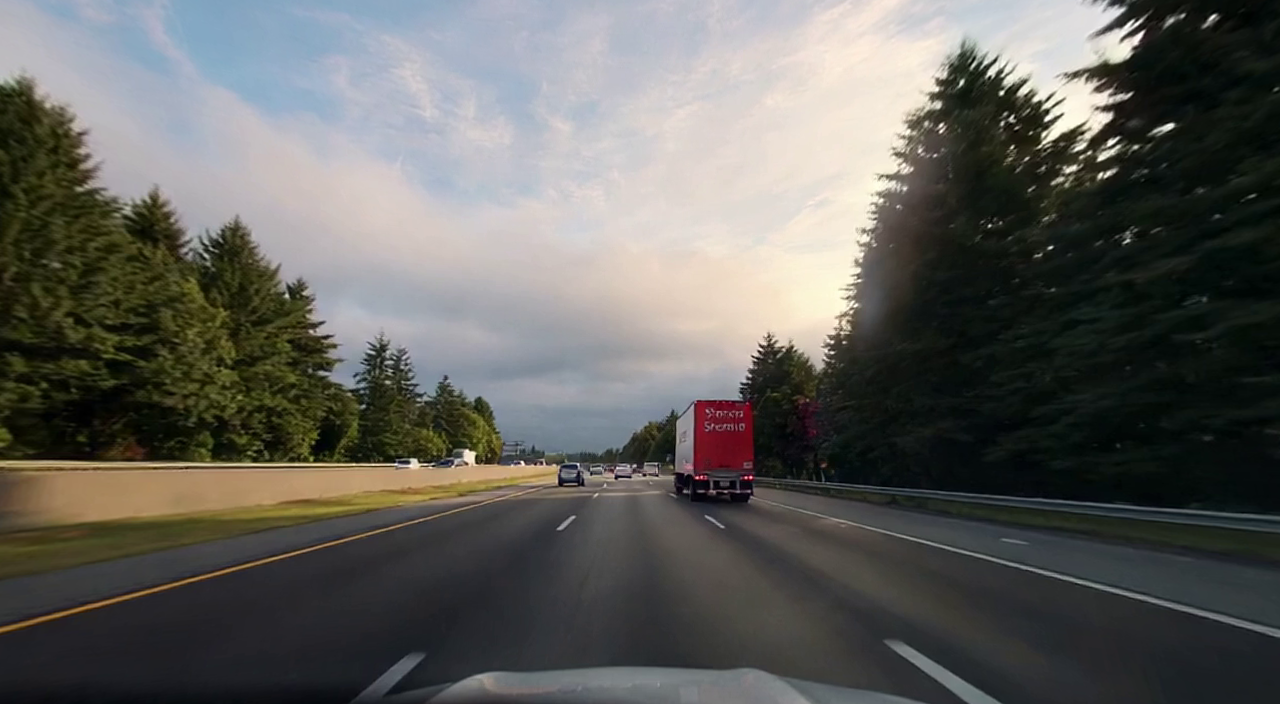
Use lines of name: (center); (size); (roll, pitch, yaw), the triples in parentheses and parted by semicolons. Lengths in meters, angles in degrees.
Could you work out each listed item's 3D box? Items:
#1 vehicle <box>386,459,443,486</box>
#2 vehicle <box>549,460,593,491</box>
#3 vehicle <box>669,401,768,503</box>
vehicle: (-13.274, 7.139, 37.335); (1.822, 1.472, 4.364); (1, -10, -1)
vehicle: (-4.052, 7.351, 37.715); (2.155, 1.667, 4.615); (1, -10, -1)
vehicle: (3.652, 5.510, 33.883); (2.992, 4.300, 13.967); (1, -10, -2)
